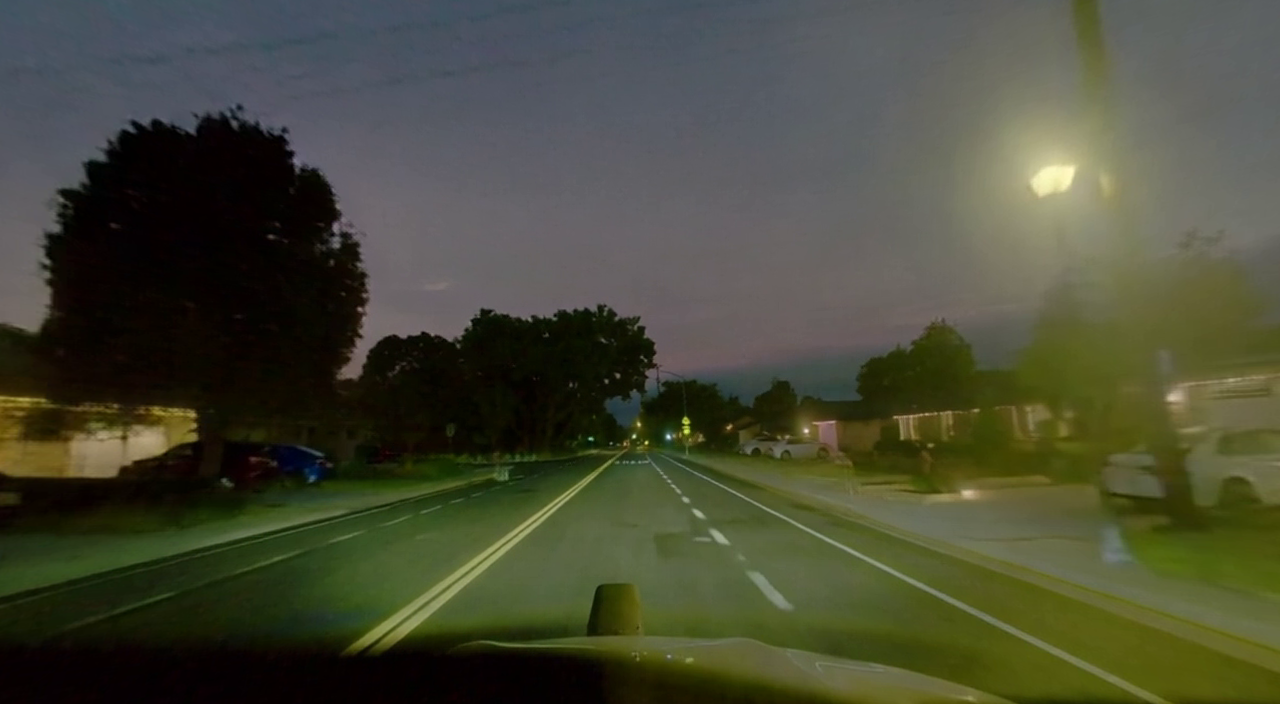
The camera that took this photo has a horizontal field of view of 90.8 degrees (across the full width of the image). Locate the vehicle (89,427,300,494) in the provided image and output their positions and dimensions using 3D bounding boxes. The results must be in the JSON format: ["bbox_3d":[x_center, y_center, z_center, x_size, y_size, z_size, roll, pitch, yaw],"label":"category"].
[{"bbox_3d":[-12.835,3.139,18.441,4.549,1.802,2.081,0,-9,2],"label":"vehicle"}]

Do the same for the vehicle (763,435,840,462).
[{"bbox_3d":[10.776,6.462,42.349,4.493,1.493,1.926,-3,-8,-4],"label":"vehicle"}]

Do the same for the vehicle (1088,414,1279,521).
[{"bbox_3d":[10.763,1.839,10.747,4.751,1.518,1.885,-4,-9,-1],"label":"vehicle"}]
